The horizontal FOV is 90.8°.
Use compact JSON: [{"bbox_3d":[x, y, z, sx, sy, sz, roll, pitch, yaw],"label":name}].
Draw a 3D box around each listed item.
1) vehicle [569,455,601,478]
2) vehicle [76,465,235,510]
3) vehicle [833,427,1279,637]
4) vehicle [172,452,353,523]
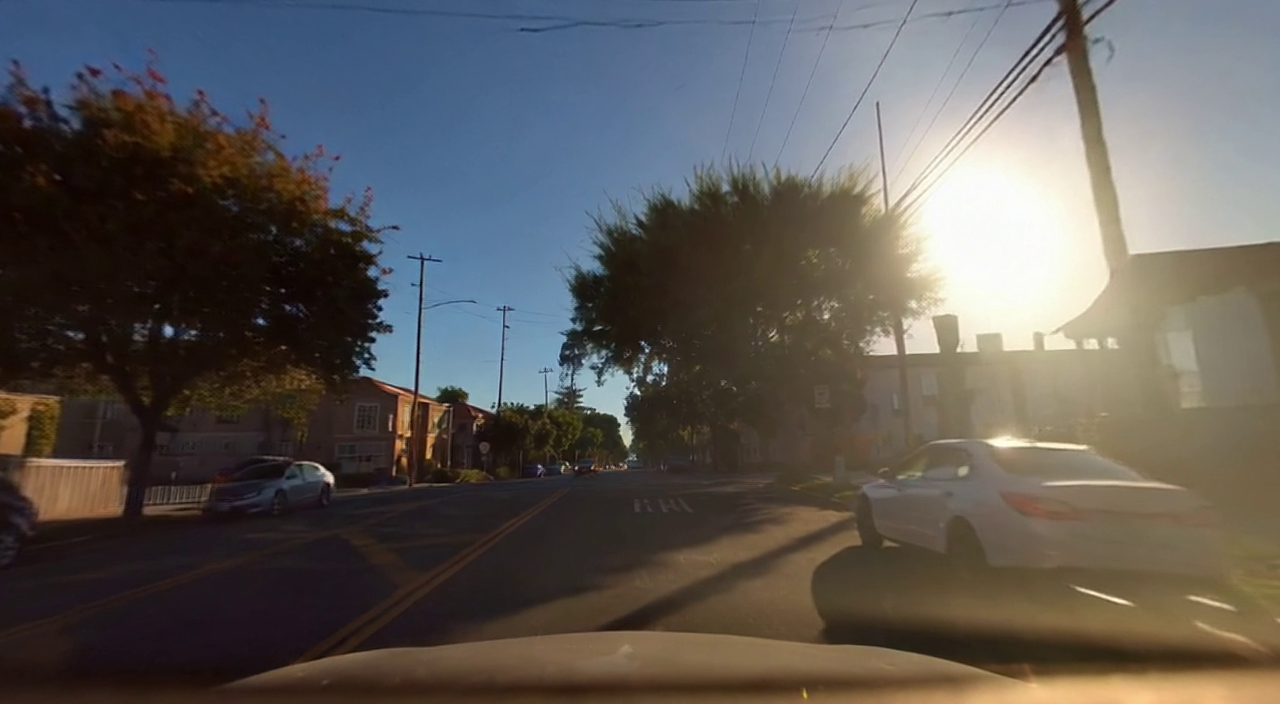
[{"bbox_3d":[-4.187,8.821,48.824,2.108,1.651,4.176,0,-8,-1],"label":"vehicle"},{"bbox_3d":[-17.916,5.007,23.531,4.285,1.518,1.962,0,-8,1],"label":"vehicle"},{"bbox_3d":[3.820,1.628,6.908,1.946,1.468,4.721,0,-8,0],"label":"vehicle"},{"bbox_3d":[-9.453,3.382,16.408,2.000,1.495,4.687,0,-8,-3],"label":"vehicle"}]
